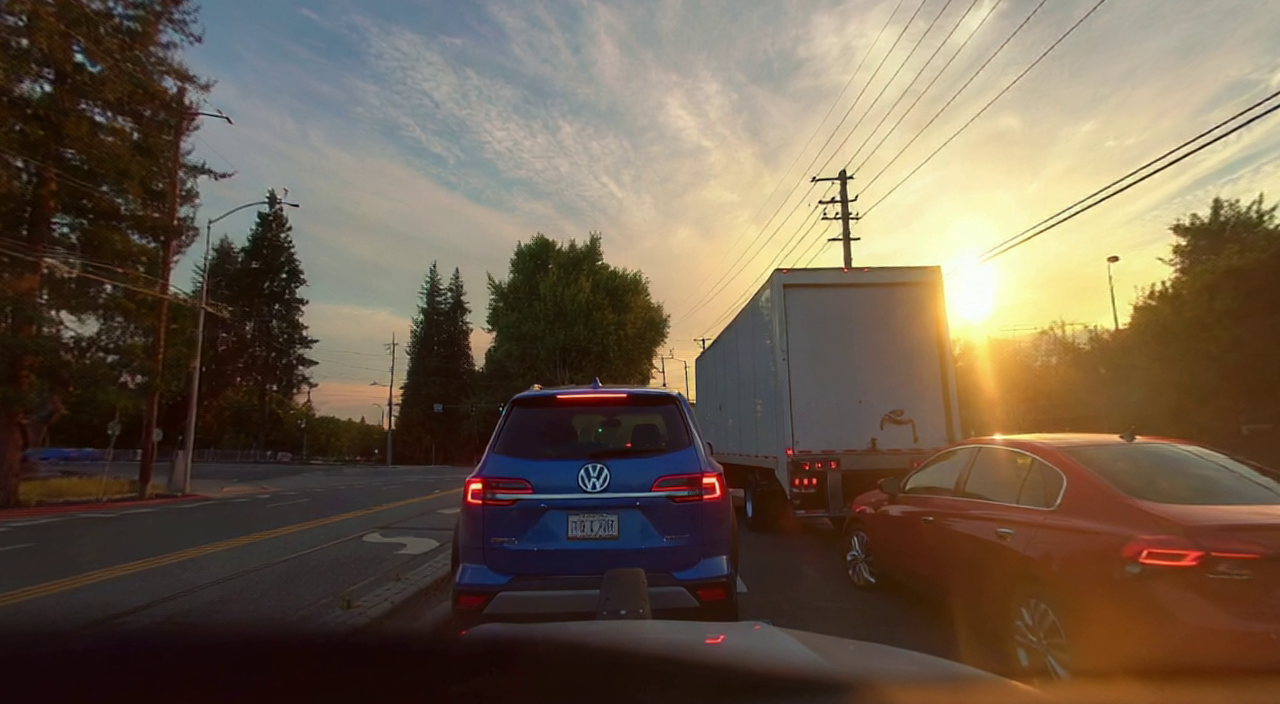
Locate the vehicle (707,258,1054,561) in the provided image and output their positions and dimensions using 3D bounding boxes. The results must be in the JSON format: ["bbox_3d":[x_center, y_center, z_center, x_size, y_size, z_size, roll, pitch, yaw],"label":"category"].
[{"bbox_3d":[3.240,1.258,11.820,2.915,3.559,8.848,0,-8,0],"label":"vehicle"}]

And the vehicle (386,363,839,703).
[{"bbox_3d":[-0.123,1.226,5.136,2.114,1.732,4.230,0,-8,0],"label":"vehicle"}]

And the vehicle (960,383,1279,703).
[{"bbox_3d":[2.824,0.743,1.189,1.971,1.484,4.728,0,-8,0],"label":"vehicle"}]
